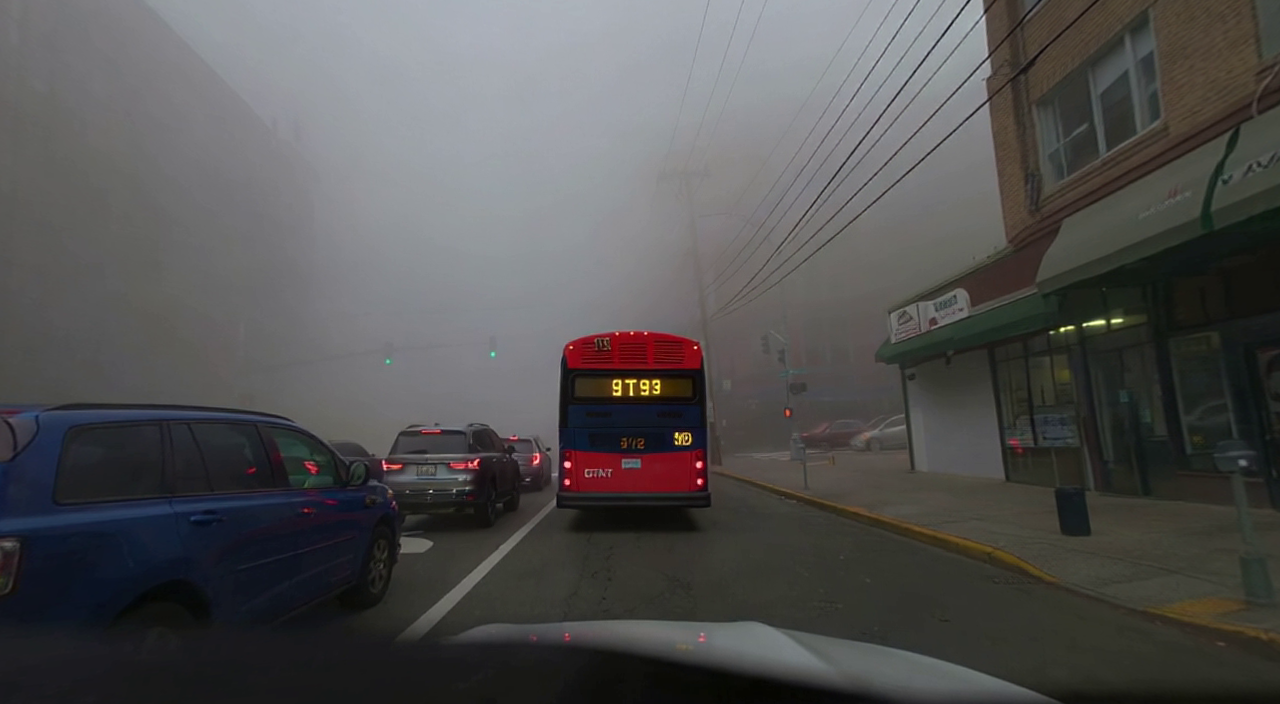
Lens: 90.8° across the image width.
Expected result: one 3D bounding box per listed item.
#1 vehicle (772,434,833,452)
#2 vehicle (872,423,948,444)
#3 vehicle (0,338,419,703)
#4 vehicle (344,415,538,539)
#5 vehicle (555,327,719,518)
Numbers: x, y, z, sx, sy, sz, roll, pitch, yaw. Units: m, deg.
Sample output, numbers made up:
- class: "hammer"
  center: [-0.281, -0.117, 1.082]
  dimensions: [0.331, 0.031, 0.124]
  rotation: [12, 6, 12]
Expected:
- class: "vehicle"
  center: [11.974, 6.730, 46.655]
  dimensions: [3.949, 1.337, 1.738]
  rotation: [0, -9, -3]
- class: "vehicle"
  center: [20.163, 6.099, 47.223]
  dimensions: [4.827, 1.555, 1.863]
  rotation: [1, -9, -6]
- class: "vehicle"
  center: [-3.212, 1.094, 3.987]
  dimensions: [2.020, 1.725, 4.384]
  rotation: [0, -8, 0]
- class: "vehicle"
  center: [-3.335, 2.201, 11.778]
  dimensions: [2.096, 1.828, 4.669]
  rotation: [0, -8, 0]
- class: "vehicle"
  center: [-0.288, 1.992, 16.528]
  dimensions: [2.938, 3.468, 9.972]
  rotation: [0, -8, -3]
